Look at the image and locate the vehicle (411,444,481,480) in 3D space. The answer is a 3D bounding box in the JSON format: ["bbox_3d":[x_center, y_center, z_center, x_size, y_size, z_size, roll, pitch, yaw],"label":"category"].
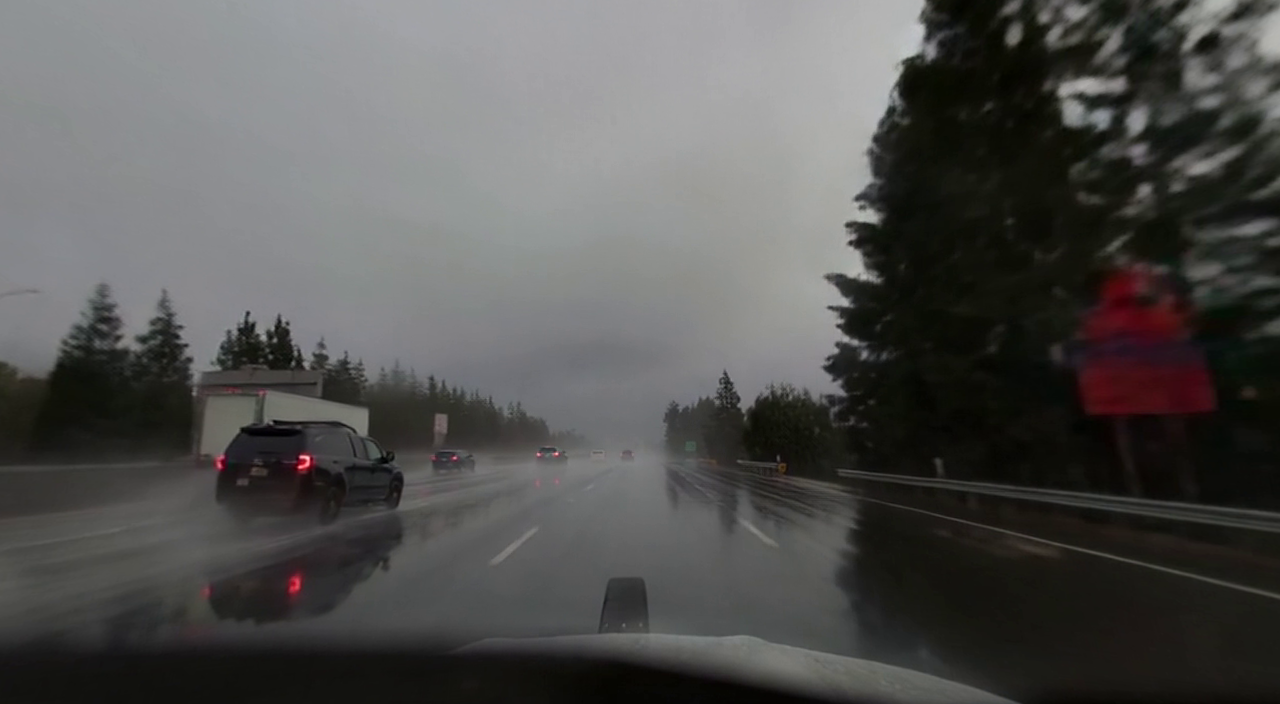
[{"bbox_3d":[-9.816,5.558,32.256,2.060,1.662,4.469,0,-8,1],"label":"vehicle"}]

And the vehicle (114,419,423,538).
[{"bbox_3d":[-6.686,2.368,12.695,2.403,1.773,6.276,0,-8,0],"label":"vehicle"}]

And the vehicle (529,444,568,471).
[{"bbox_3d":[-6.222,7.215,43.323,2.009,1.735,4.358,0,-8,0],"label":"vehicle"}]
